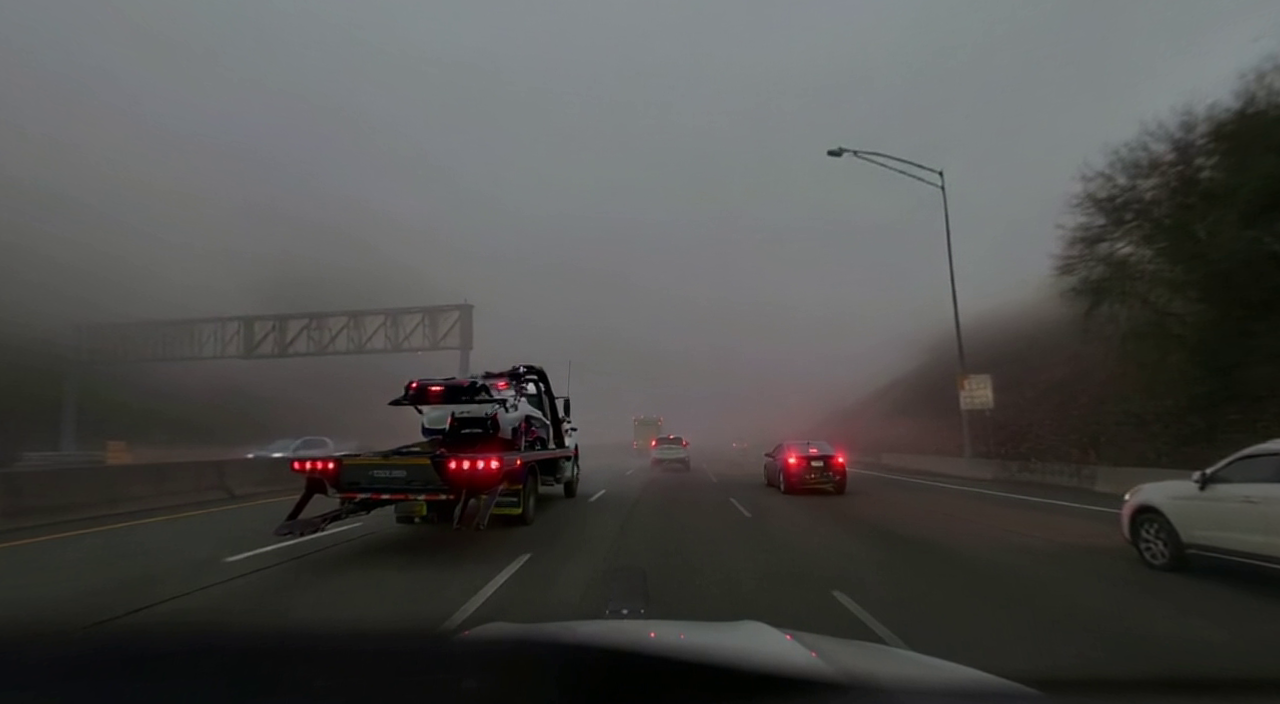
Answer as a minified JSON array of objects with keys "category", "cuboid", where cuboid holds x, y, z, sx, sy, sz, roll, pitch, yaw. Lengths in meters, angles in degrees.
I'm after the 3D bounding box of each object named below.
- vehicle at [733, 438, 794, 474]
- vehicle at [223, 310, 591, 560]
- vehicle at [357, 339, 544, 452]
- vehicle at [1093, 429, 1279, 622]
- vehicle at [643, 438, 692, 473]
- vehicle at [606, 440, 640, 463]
[{"category":"vehicle","cuboid":[6.006,5.085,31.191,2.075,1.614,4.682,0,-8,0]},{"category":"vehicle","cuboid":[-3.158,1.701,12.675,3.162,2.955,10.282,0,-8,2]},{"category":"vehicle","cuboid":[-3.147,0.982,11.698,1.893,1.674,4.766,0,-8,1]},{"category":"vehicle","cuboid":[5.992,1.301,4.594,2.040,1.481,4.260,1,-8,-3]},{"category":"vehicle","cuboid":[1.267,4.728,29.044,2.079,1.499,3.915,0,-8,2]},{"category":"vehicle","cuboid":[-1.115,6.918,43.973,2.016,1.450,4.310,-1,-8,4]}]
